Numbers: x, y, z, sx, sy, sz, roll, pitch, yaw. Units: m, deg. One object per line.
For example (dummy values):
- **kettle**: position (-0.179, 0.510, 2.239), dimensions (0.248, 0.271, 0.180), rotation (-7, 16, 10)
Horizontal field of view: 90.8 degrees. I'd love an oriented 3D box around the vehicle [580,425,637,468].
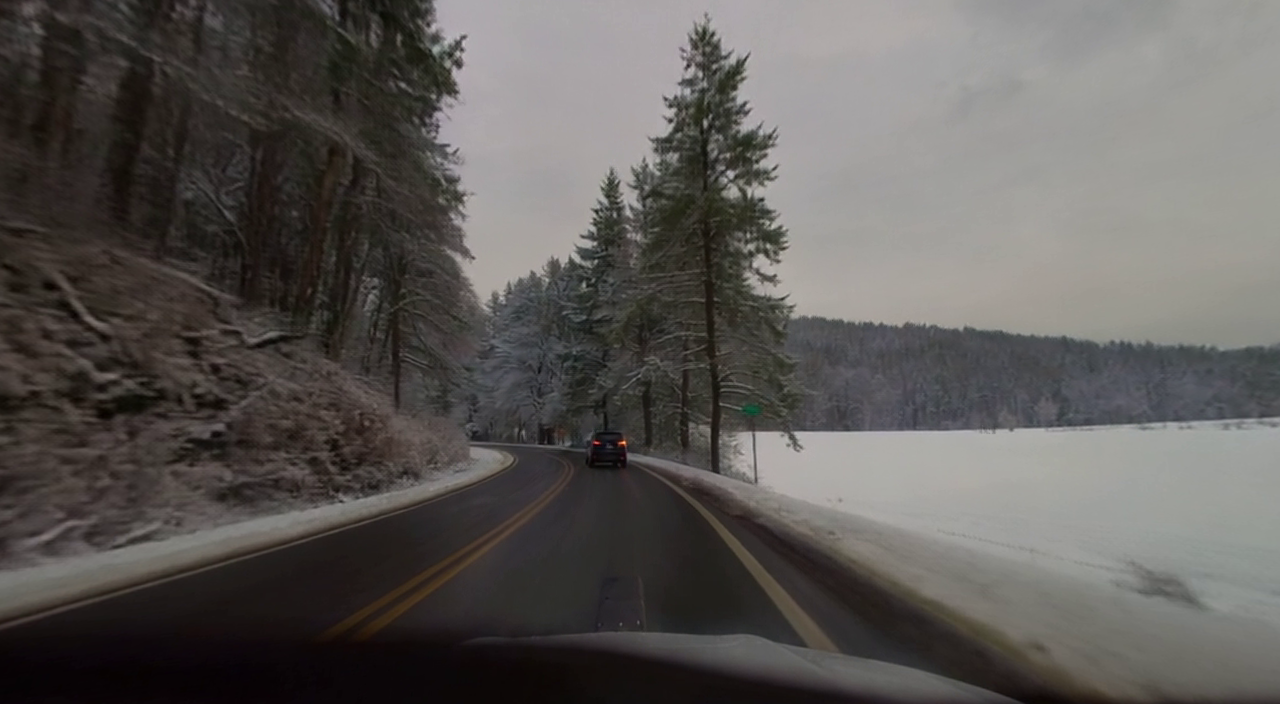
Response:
- **vehicle**: position (-1.692, 4.715, 31.623), dimensions (2.469, 1.953, 5.605), rotation (1, -9, -6)
